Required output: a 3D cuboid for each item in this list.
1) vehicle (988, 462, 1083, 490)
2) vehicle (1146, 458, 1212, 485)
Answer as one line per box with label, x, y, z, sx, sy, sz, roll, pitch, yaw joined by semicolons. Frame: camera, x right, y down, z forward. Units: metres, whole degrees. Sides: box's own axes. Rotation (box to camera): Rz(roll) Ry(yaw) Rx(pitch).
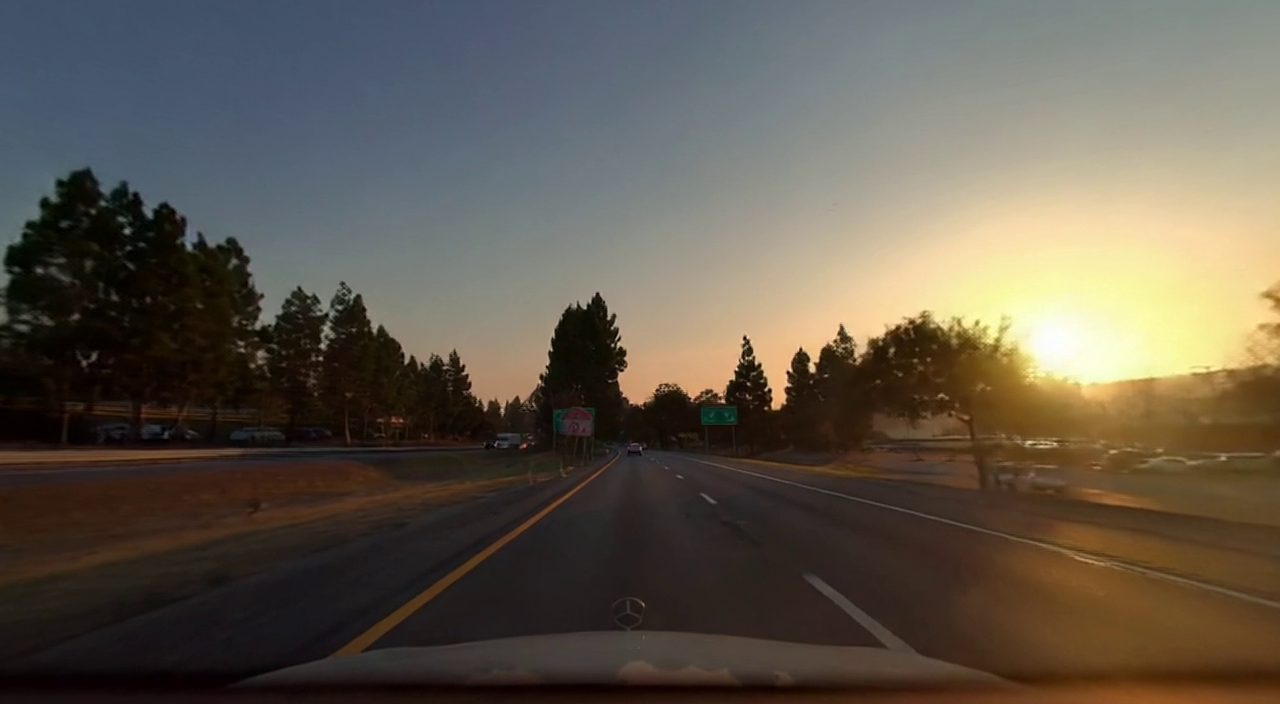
vehicle;28.902;9.051;46.398;5.647;1.831;2.255;-5;-10;28
vehicle;42.571;9.359;49.753;5.779;1.930;2.211;5;-10;-32
